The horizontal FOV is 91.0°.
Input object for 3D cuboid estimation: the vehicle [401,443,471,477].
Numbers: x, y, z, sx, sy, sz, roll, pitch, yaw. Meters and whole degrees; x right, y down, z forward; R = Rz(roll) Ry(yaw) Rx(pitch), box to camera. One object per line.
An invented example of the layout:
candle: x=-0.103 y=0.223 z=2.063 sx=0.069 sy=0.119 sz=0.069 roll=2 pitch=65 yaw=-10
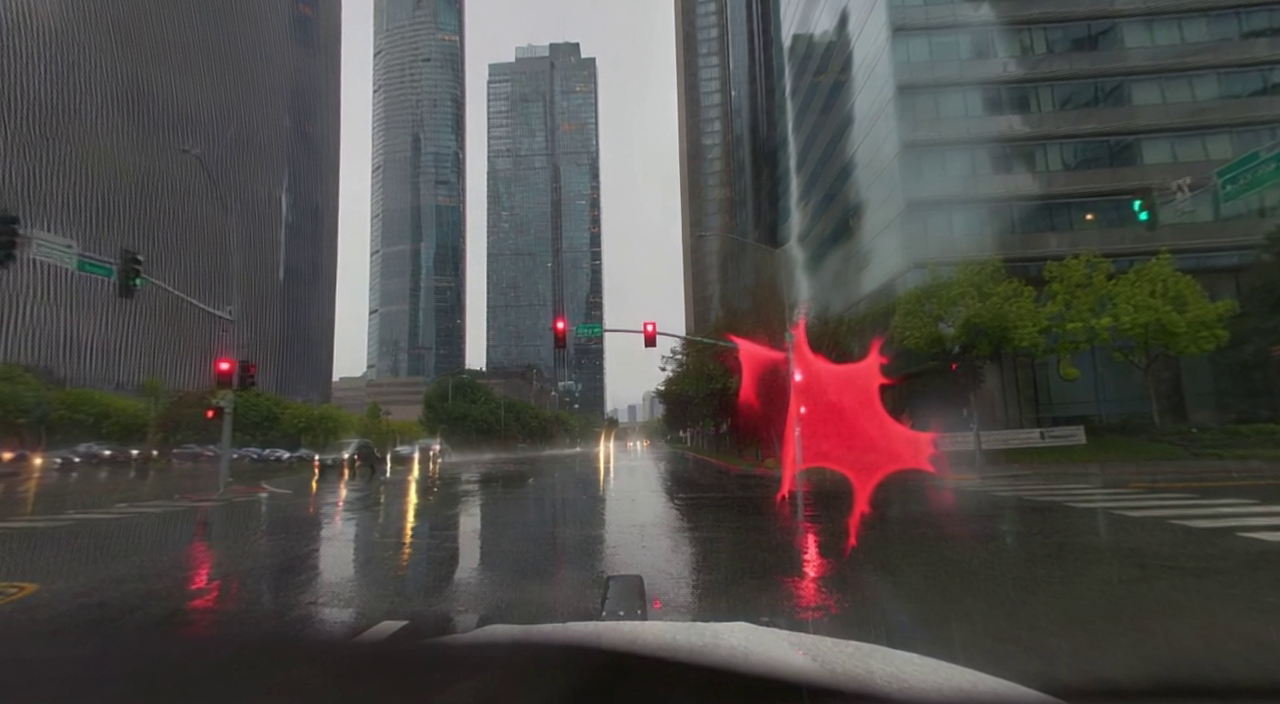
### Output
vehicle: x=-11.565 y=6.145 z=36.080 sx=2.069 sy=1.771 sz=4.947 roll=0 pitch=-9 yaw=3
